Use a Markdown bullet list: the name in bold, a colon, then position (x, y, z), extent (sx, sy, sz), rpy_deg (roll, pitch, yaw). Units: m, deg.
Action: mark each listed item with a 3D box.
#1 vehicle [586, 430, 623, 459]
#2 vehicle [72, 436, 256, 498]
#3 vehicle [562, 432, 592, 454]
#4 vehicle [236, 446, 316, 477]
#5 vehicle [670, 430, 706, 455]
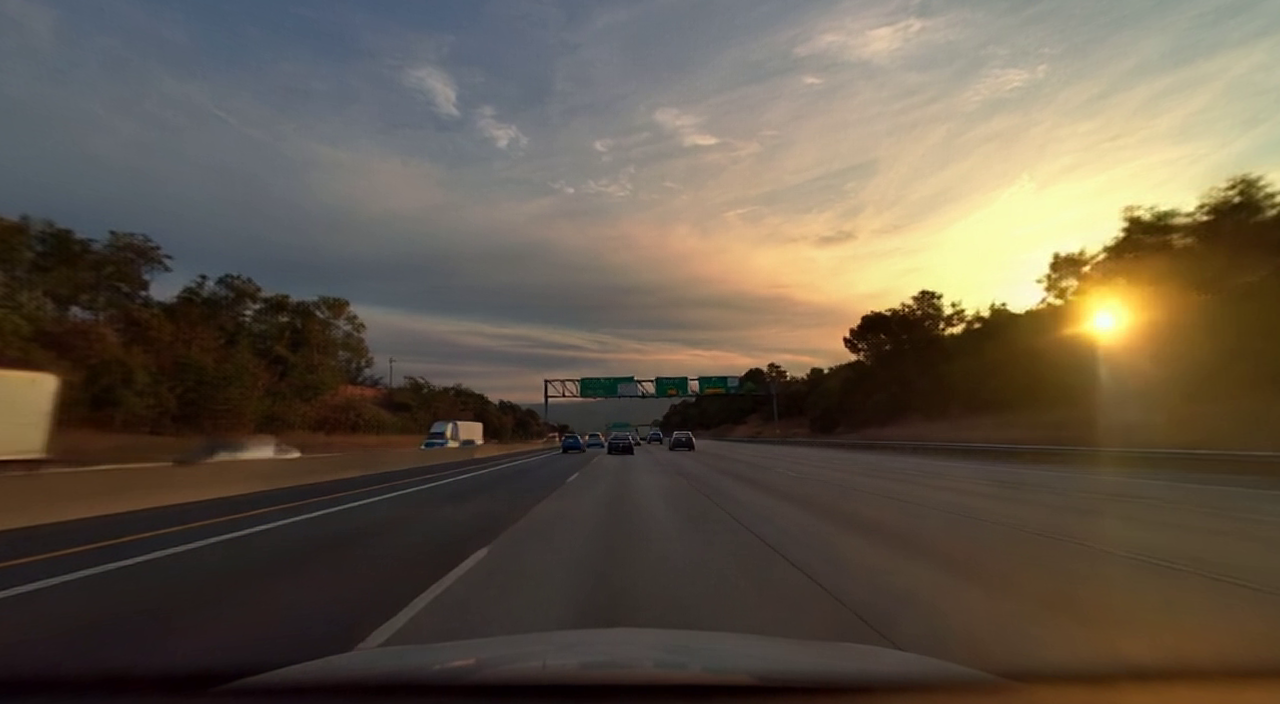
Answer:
- **vehicle**: position (-2.110, 5.519, 37.646), extent (2.119, 1.629, 3.946), rpy_deg (0, -8, -3)
- **vehicle**: position (-13.468, 3.227, 18.217), extent (1.969, 1.572, 4.308), rpy_deg (0, -8, 0)
- **vehicle**: position (-4.931, 7.157, 49.577), extent (2.046, 1.658, 4.008), rpy_deg (0, -8, -1)
- **vehicle**: position (-19.322, 5.812, 33.610), extent (1.800, 1.501, 3.992), rpy_deg (0, -8, 1)
- **vehicle**: position (3.303, 6.297, 43.960), extent (2.066, 1.673, 4.225), rpy_deg (0, -8, -2)
